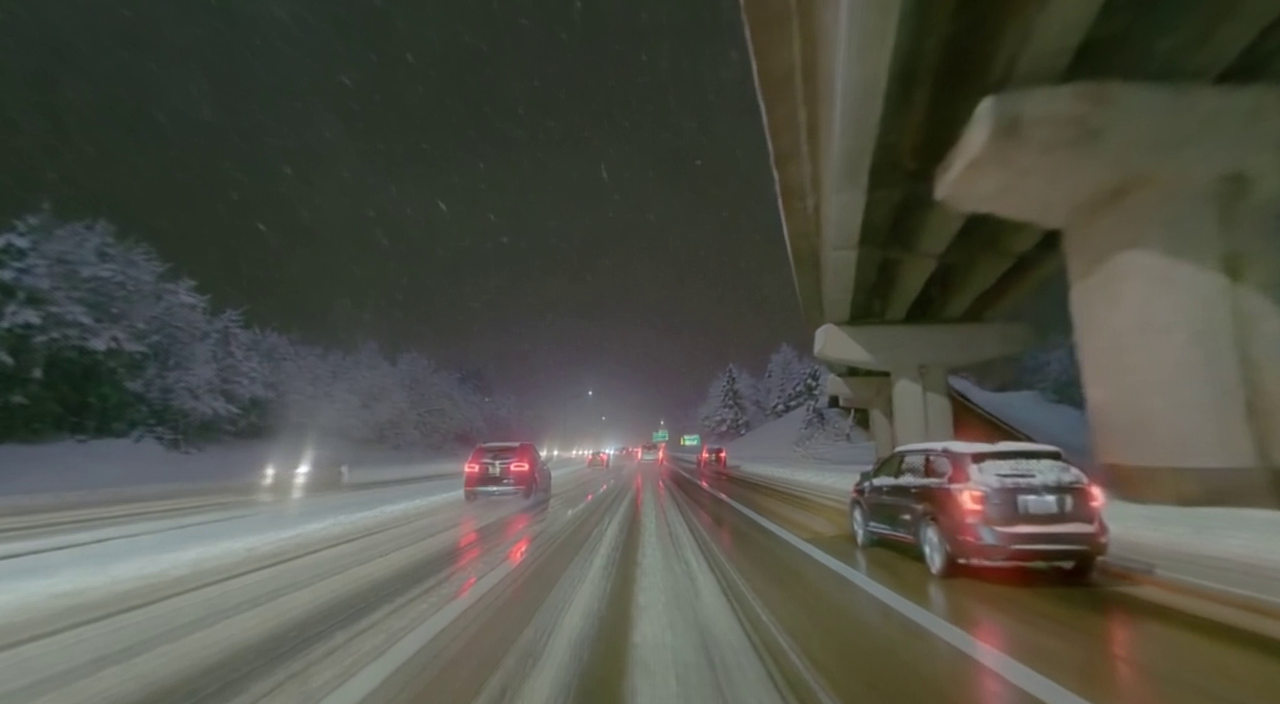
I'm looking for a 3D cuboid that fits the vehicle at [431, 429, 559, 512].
[{"bbox_3d":[-3.421,2.897,15.870,2.089,1.751,4.515,0,-9,1],"label":"vehicle"}]

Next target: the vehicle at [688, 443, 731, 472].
[{"bbox_3d":[4.508,6.911,41.503,2.231,1.807,4.588,0,-9,-1],"label":"vehicle"}]

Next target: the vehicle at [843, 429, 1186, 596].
[{"bbox_3d":[4.163,1.810,7.909,1.959,1.554,3.795,0,-9,0],"label":"vehicle"}]

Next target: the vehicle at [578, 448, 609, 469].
[{"bbox_3d":[-3.379,7.820,46.439,1.994,1.475,4.171,0,-9,0],"label":"vehicle"}]

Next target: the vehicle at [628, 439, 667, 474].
[{"bbox_3d":[0.413,6.053,36.717,2.155,1.909,4.529,0,-9,0],"label":"vehicle"}]

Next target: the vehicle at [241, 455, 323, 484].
[{"bbox_3d":[-20.673,6.763,36.570,1.897,1.506,4.512,0,-9,3],"label":"vehicle"}]
